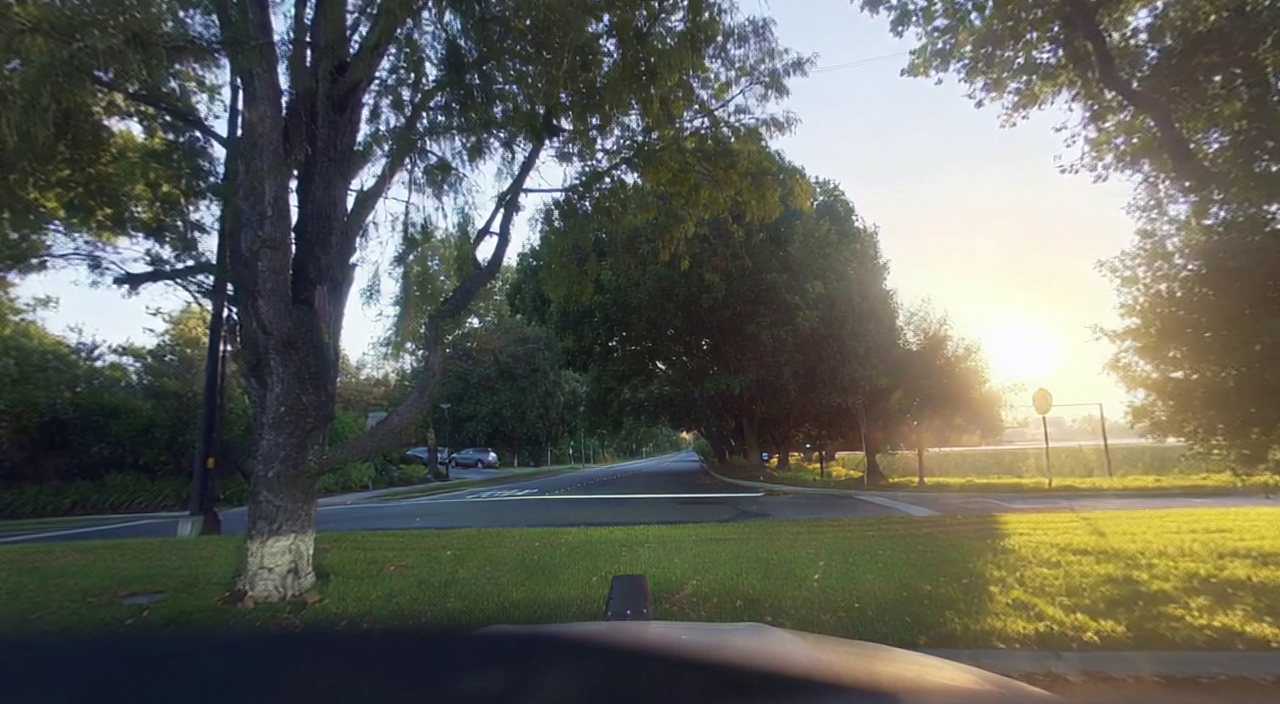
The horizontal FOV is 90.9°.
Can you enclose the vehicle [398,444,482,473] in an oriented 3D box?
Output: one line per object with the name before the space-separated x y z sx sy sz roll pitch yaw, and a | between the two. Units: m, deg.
vehicle | -12.645 6.748 40.032 4.590 1.735 1.973 0 -8 3
